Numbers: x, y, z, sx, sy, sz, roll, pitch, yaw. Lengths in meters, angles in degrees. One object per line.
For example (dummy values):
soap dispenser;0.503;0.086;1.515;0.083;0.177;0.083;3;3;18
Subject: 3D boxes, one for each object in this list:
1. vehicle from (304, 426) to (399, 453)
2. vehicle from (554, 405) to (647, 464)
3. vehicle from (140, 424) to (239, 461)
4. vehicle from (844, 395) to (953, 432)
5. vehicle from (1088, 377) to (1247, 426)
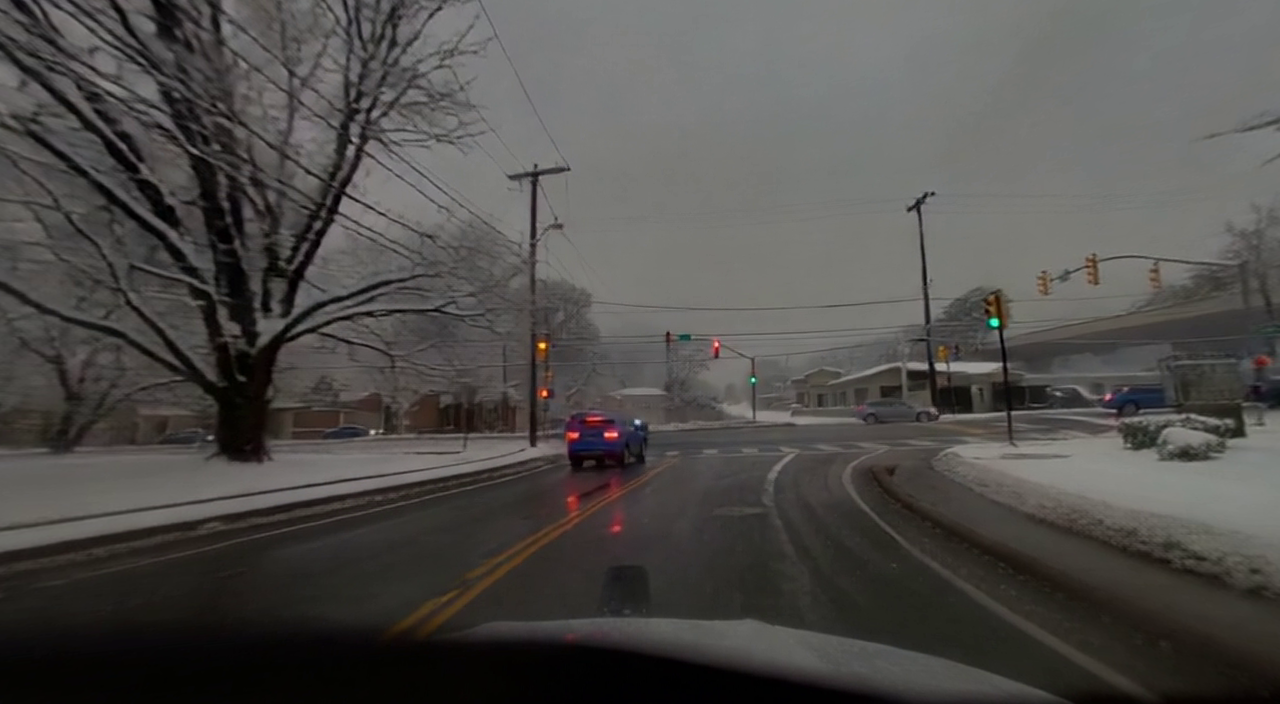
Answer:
vehicle;-16.729;5.064;36.602;4.610;1.476;2.021;-2;-8;10
vehicle;-1.162;2.829;21.268;1.928;1.726;4.704;-2;-9;12
vehicle;-27.737;5.547;38.828;4.928;1.843;2.055;-4;-2;10
vehicle;12.659;3.067;31.171;4.636;1.668;1.935;-2;-8;12
vehicle;23.816;2.320;28.685;4.950;2.022;2.221;-2;-8;11
